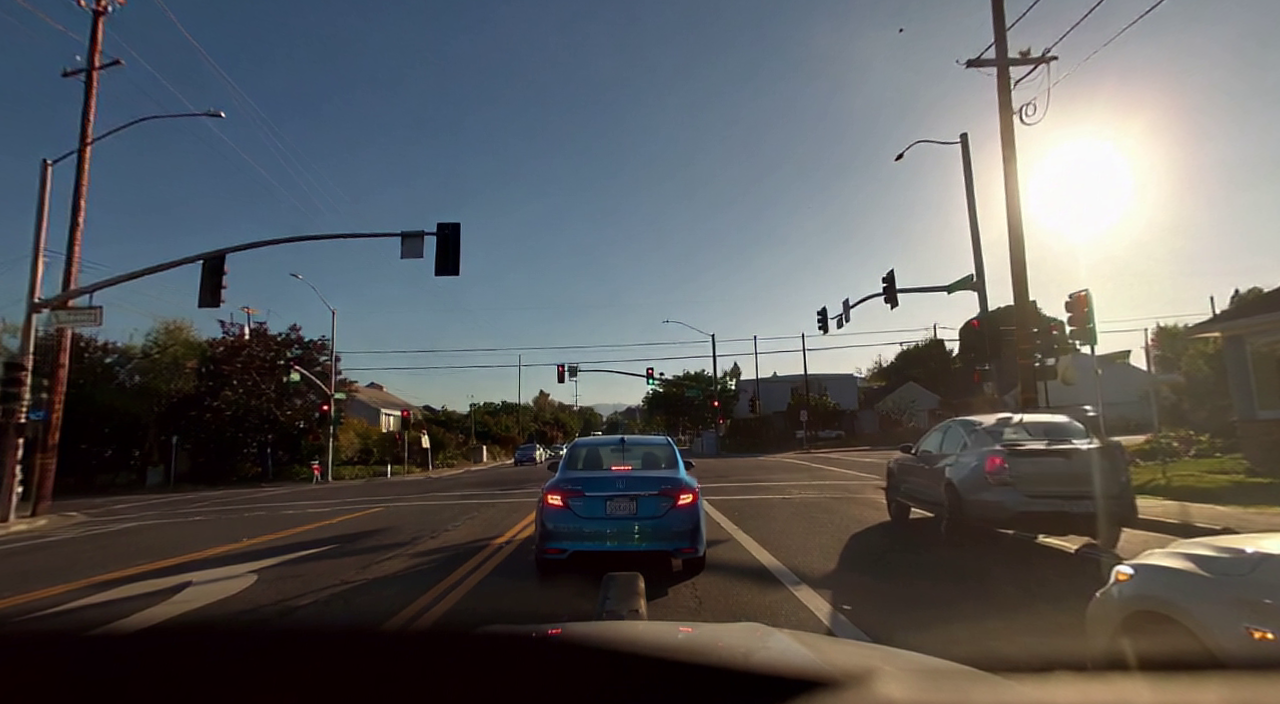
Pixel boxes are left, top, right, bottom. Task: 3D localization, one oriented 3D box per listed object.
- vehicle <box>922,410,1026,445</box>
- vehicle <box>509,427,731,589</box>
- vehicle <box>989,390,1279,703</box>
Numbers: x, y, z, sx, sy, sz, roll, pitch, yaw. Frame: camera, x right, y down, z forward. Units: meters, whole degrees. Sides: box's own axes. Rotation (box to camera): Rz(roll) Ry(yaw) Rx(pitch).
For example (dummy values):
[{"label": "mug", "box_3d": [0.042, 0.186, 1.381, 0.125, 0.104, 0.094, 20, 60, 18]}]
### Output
[{"label": "vehicle", "box_3d": [17.842, 4.072, 33.899, 4.431, 1.555, 1.886, -4, -9, 2]}, {"label": "vehicle", "box_3d": [-0.222, 1.768, 8.040, 2.061, 1.485, 4.196, 0, -9, -1]}, {"label": "vehicle", "box_3d": [2.929, 0.834, 1.702, 1.860, 1.494, 3.707, 0, -9, 1]}]
